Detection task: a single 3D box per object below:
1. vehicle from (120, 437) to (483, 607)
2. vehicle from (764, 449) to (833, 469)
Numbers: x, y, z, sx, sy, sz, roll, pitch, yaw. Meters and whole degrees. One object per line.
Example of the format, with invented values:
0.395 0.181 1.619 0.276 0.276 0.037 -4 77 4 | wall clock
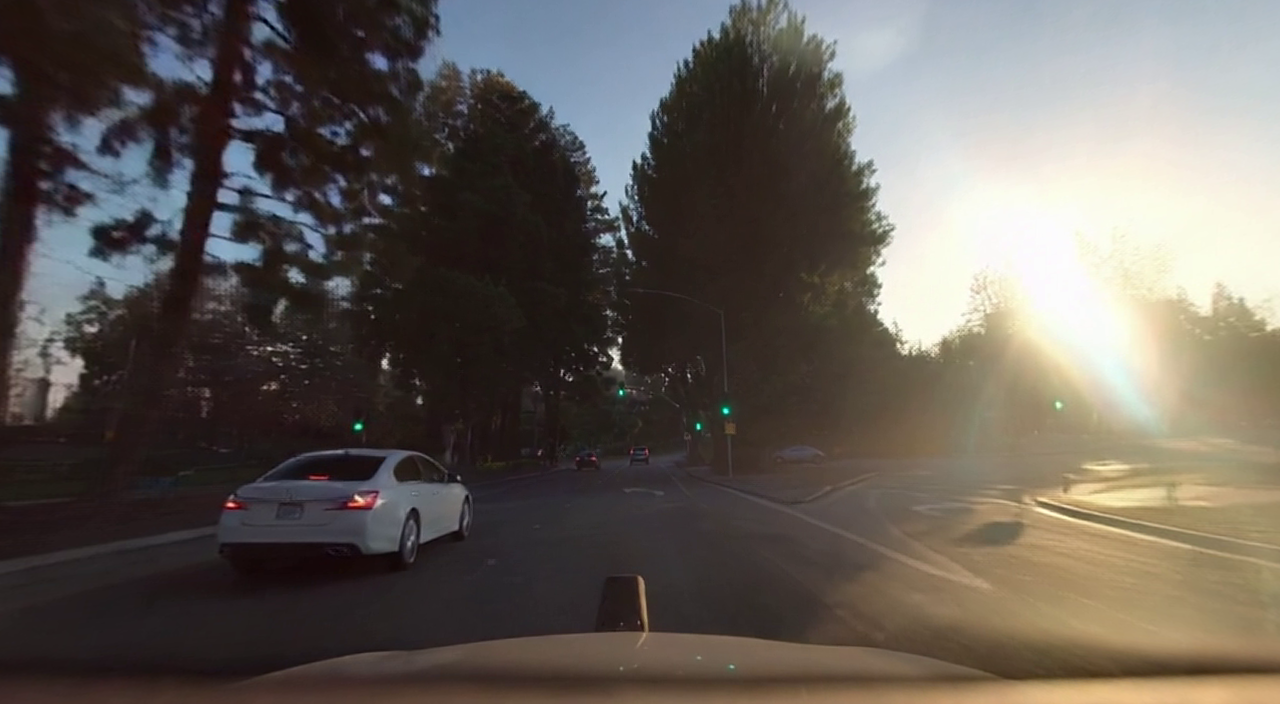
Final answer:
-3.540 1.842 7.830 1.968 1.459 4.433 0 -9 1 | vehicle
11.930 8.075 47.656 4.632 1.473 1.889 1 -9 -3 | vehicle
